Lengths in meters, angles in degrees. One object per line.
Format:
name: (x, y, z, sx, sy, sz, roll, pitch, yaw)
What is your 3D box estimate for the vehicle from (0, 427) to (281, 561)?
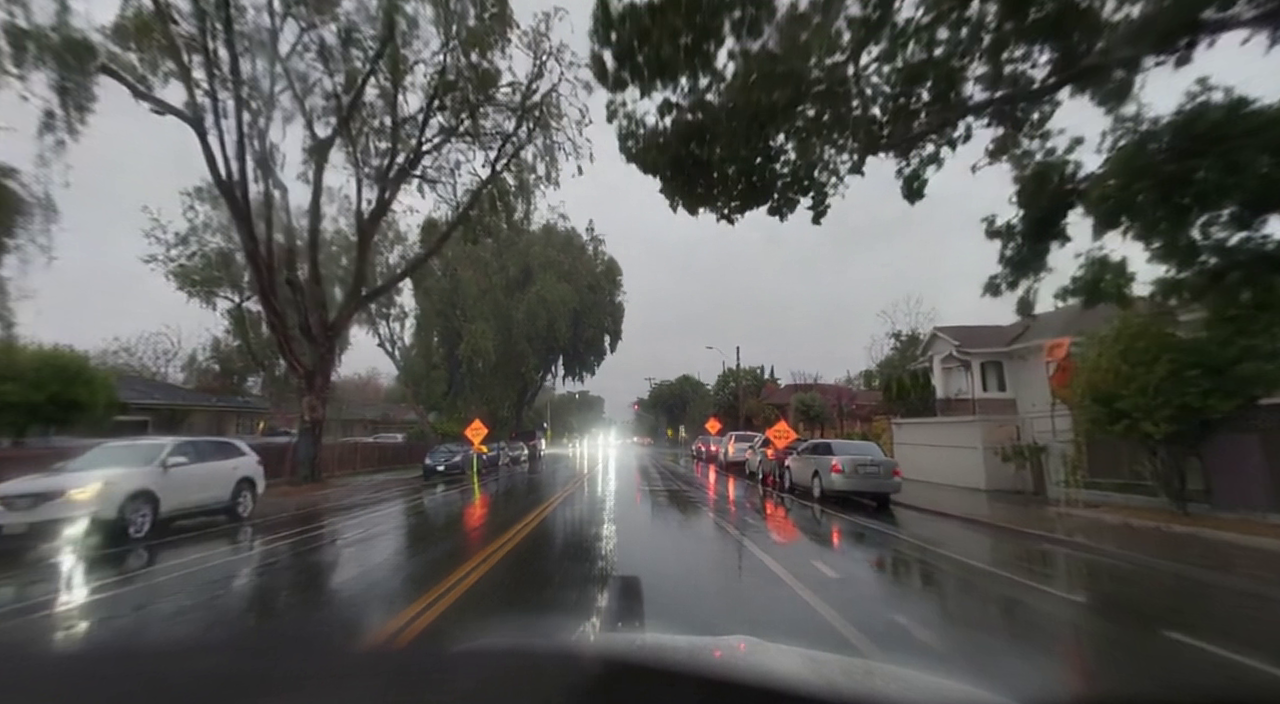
vehicle: (-8.203, 2.138, 10.325, 1.950, 1.672, 4.664, 0, -8, -2)

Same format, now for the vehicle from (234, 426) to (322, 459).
vehicle: (-23.749, 5.937, 41.360, 4.491, 2.031, 2.045, -1, -8, 0)

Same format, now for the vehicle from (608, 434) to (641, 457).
vehicle: (-1.030, 6.356, 42.869, 2.151, 1.481, 4.084, 0, -8, 0)

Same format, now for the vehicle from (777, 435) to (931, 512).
vehicle: (4.648, 2.695, 14.514, 1.912, 1.463, 4.477, 0, -8, -1)

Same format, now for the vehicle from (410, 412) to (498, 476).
vehicle: (-8.165, 4.093, 28.135, 2.526, 2.631, 4.228, 0, -8, 1)

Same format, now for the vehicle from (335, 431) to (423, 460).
vehicle: (-16.902, 6.105, 40.958, 4.779, 1.823, 1.964, 0, -8, 0)
